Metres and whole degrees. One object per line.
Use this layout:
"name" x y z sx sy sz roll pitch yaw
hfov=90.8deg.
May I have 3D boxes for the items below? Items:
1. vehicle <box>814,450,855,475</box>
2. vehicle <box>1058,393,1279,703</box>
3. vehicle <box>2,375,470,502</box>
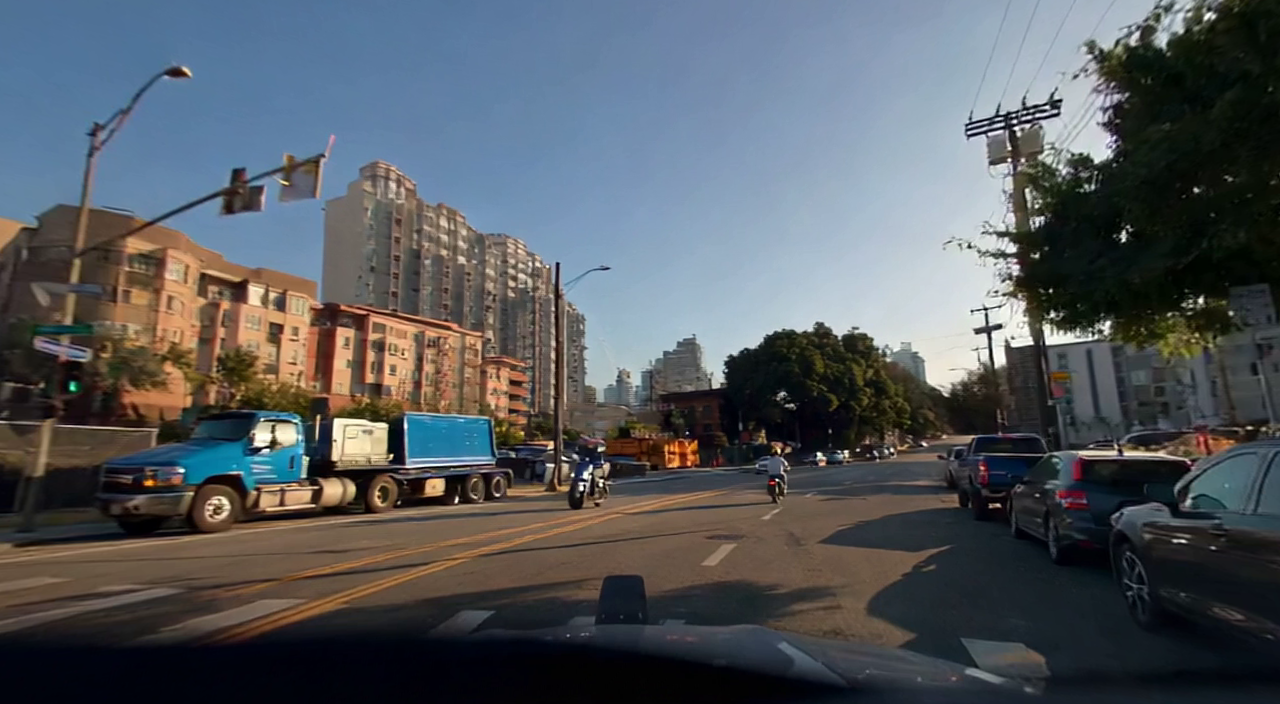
"vehicle" 13.613 7.693 44.074 1.925 1.602 4.090 -4 -10 27
"vehicle" 4.267 1.121 3.410 2.077 1.685 4.493 -2 -9 17
"vehicle" -13.679 3.685 25.654 3.442 3.445 16.952 -4 -10 22
